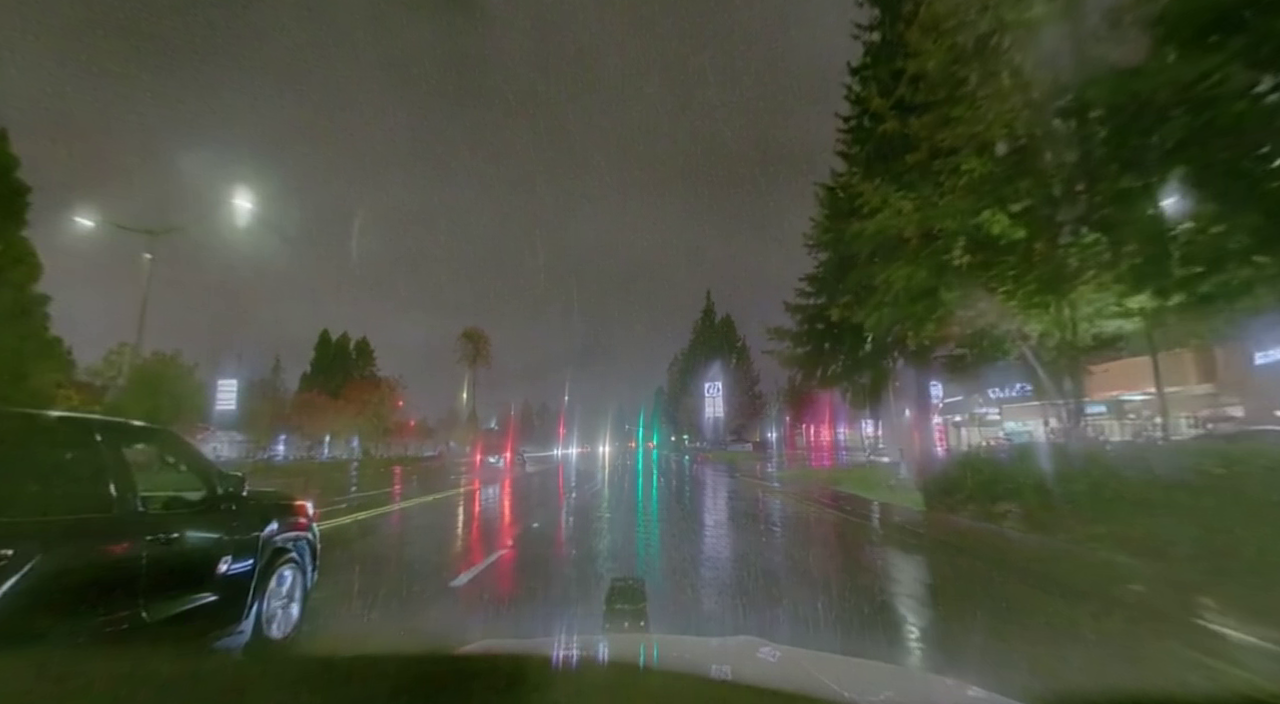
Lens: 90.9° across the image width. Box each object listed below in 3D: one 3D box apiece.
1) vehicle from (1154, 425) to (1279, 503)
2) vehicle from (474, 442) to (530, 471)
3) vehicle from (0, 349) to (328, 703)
[{"bbox_3d":[15.391,2.594,14.862,4.806,1.664,2.050,0,-8,-3],"label":"vehicle"},{"bbox_3d":[-7.380,5.612,34.128,1.990,1.483,4.410,0,-8,1],"label":"vehicle"},{"bbox_3d":[-3.397,0.858,2.520,2.127,1.654,4.121,0,-8,1],"label":"vehicle"}]
